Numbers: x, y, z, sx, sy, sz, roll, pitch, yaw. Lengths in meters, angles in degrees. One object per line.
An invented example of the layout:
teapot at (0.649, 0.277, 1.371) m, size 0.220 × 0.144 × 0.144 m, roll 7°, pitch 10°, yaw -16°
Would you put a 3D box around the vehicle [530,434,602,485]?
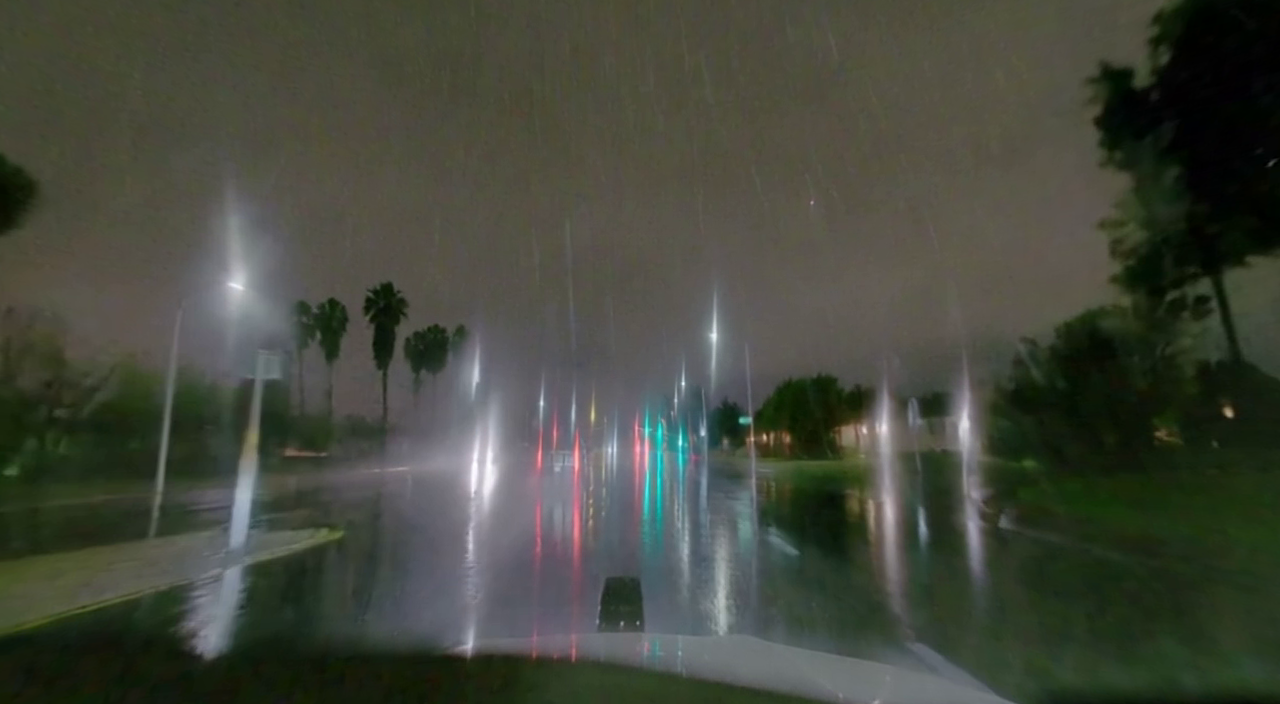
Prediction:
vehicle at (-3.041, 4.593, 27.192) m, size 2.370 × 1.968 × 5.698 m, roll 0°, pitch -9°, yaw 1°
